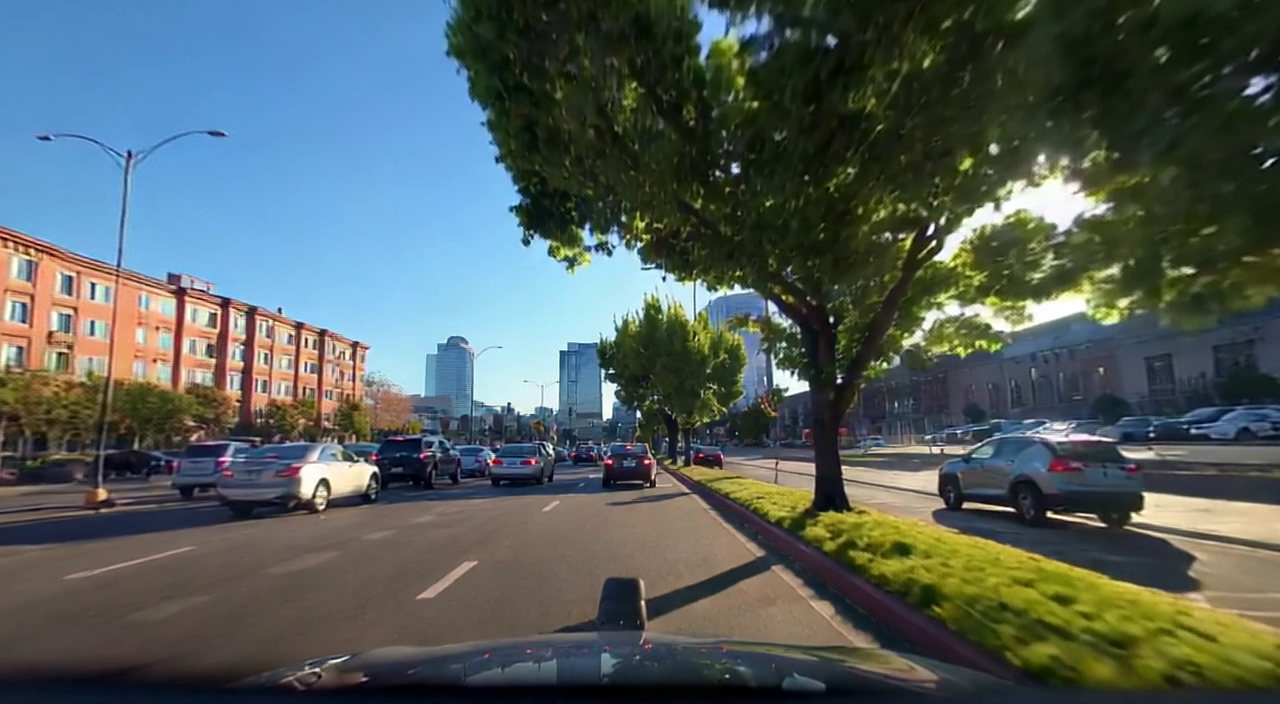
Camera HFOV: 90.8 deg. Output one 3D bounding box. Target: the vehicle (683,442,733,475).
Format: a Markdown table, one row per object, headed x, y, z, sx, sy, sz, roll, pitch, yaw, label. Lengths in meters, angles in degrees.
| x | y | z | sx | sy | sz | roll | pitch | yaw | label |
| --- | --- | --- | --- | --- | --- | --- | --- | --- | --- |
| 3.257 | 5.208 | 31.043 | 1.905 | 1.473 | 4.183 | 0 | -9 | -2 | vehicle |

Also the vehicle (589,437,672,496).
| x | y | z | sx | sy | sz | roll | pitch | yaw | label |
| --- | --- | --- | --- | --- | --- | --- | --- | --- | --- |
| -0.259 | 3.281 | 18.477 | 2.161 | 1.501 | 4.184 | 0 | -9 | 0 | vehicle |

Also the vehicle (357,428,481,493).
| x | y | z | sx | sy | sz | roll | pitch | yaw | label |
| --- | --- | --- | --- | --- | --- | --- | --- | --- | --- |
| -6.787 | 3.415 | 20.225 | 1.864 | 1.737 | 5.689 | -1 | -9 | 1 | vehicle |

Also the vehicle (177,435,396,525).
| x | y | z | sx | sy | sz | roll | pitch | yaw | label |
| --- | --- | --- | --- | --- | --- | --- | --- | --- | --- |
| -6.858 | 2.510 | 13.001 | 1.877 | 1.493 | 4.624 | 0 | -9 | -1 | vehicle |

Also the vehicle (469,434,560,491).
| x | y | z | sx | sy | sz | roll | pitch | yaw | label |
| --- | --- | --- | --- | --- | --- | --- | --- | --- | --- |
| -3.870 | 3.499 | 20.328 | 2.009 | 1.619 | 4.376 | 0 | -9 | 1 | vehicle |

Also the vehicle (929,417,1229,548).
| x | y | z | sx | sy | sz | roll | pitch | yaw | label |
| --- | --- | --- | --- | --- | --- | --- | --- | --- | --- |
| 6.670 | 2.009 | 10.334 | 1.889 | 1.681 | 4.120 | 0 | -9 | 0 | vehicle |
